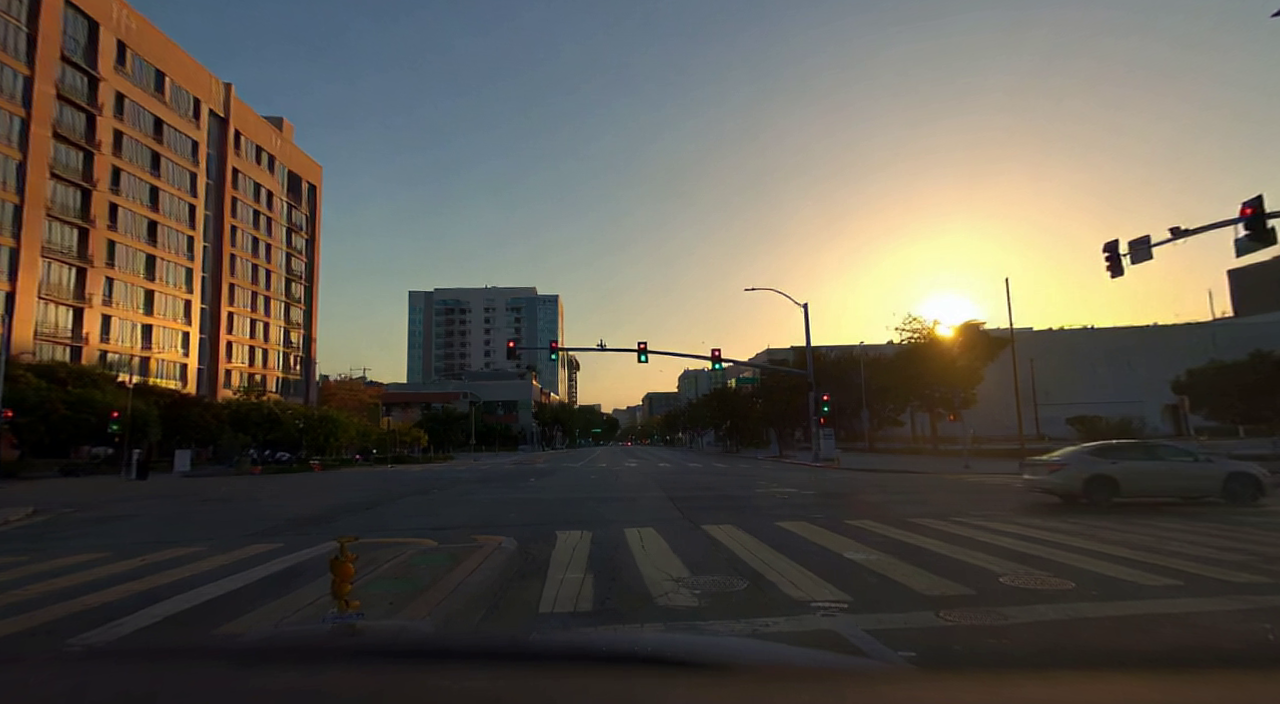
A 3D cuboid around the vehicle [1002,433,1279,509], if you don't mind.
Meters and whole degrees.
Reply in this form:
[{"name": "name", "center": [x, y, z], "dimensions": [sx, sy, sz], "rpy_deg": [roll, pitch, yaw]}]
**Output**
[{"name": "vehicle", "center": [11.383, 2.699, 14.544], "dimensions": [4.774, 1.562, 1.995], "rpy_deg": [-2, -9, 10]}]
